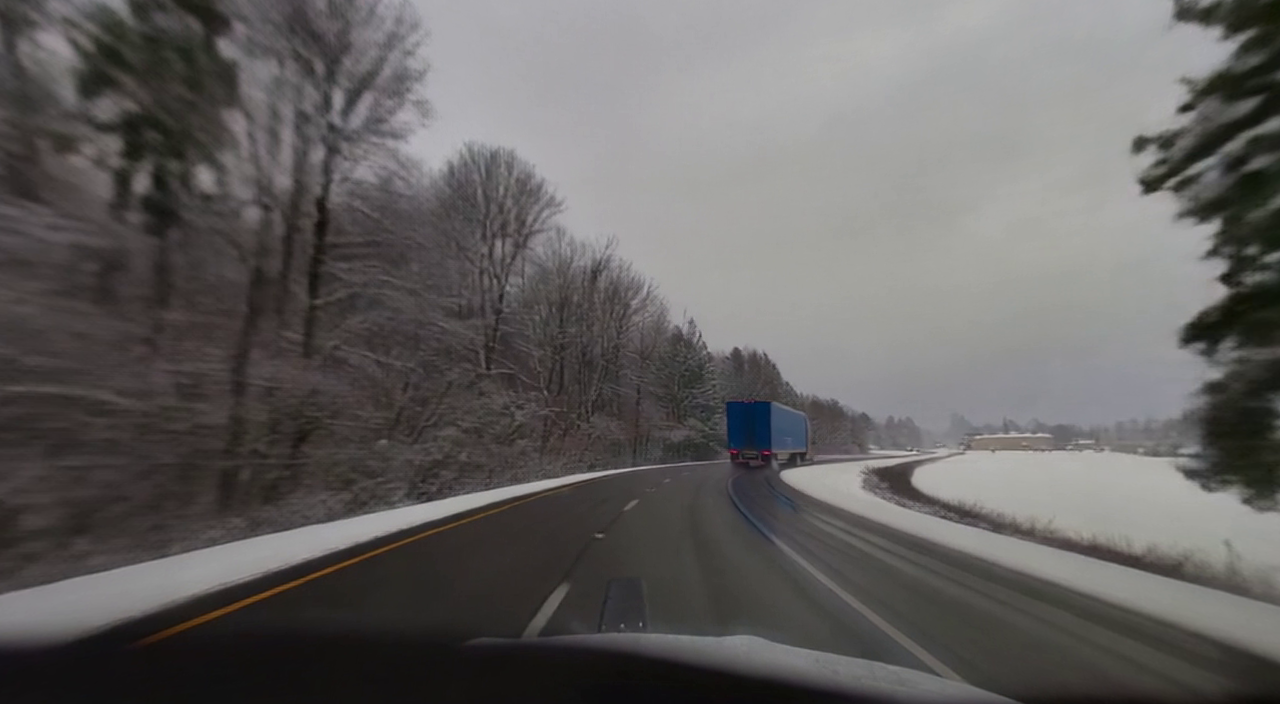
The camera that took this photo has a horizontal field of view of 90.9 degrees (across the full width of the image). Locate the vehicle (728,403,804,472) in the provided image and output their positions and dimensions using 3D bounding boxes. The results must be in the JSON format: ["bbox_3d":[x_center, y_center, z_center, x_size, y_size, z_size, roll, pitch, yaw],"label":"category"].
[{"bbox_3d":[9.427,6.323,45.429,3.087,4.178,13.682,-3,-10,20],"label":"vehicle"}]
